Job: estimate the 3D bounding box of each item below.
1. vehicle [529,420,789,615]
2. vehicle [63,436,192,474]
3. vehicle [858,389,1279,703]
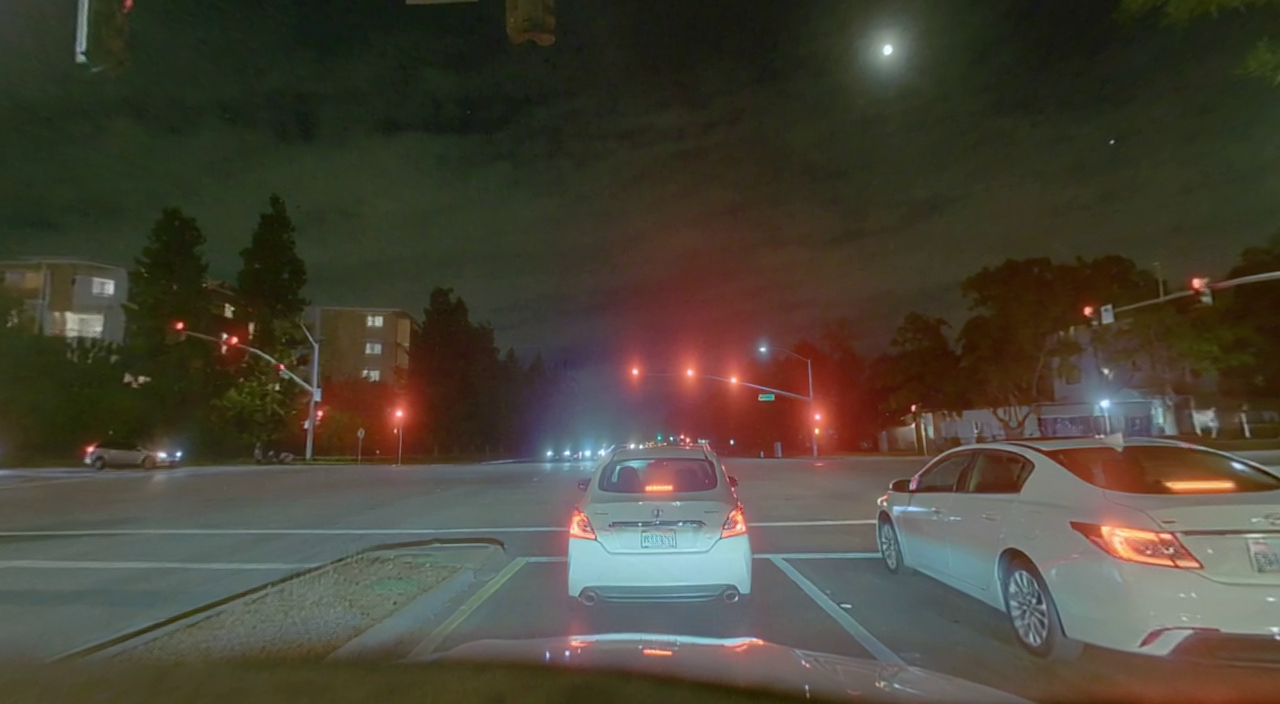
[{"bbox_3d":[0.105,1.563,6.870,2.017,1.485,3.813,0,-8,-1],"label":"vehicle"},{"bbox_3d":[-24.279,4.872,29.991,4.450,1.684,1.894,0,-8,0],"label":"vehicle"},{"bbox_3d":[3.174,1.126,3.894,1.931,1.493,4.555,0,-8,-1],"label":"vehicle"}]
